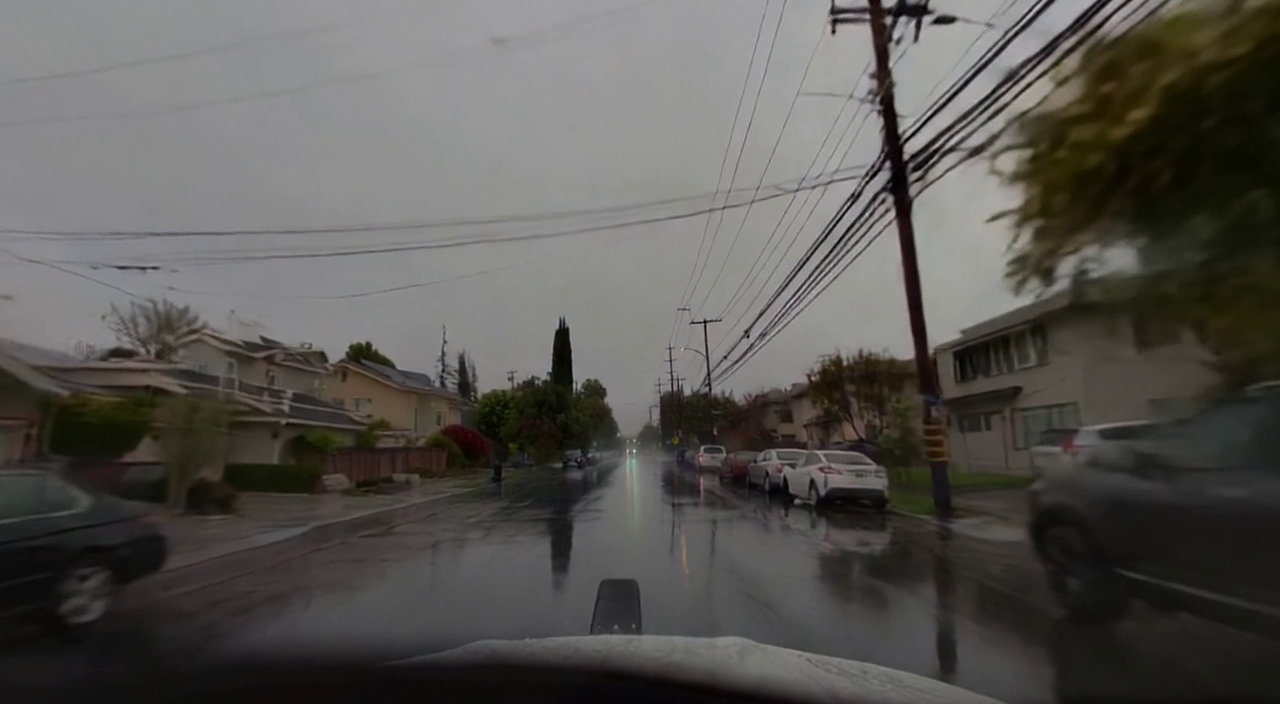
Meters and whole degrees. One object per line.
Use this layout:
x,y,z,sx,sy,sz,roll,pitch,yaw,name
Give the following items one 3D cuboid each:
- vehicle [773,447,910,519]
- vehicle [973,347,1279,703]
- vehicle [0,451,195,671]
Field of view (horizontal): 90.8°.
4.662,3.051,15.390,1.859,1.469,4.550,0,-9,0,vehicle
4.565,0.894,3.069,2.462,1.894,6.076,0,-9,-1,vehicle
-5.374,1.421,4.107,1.856,1.499,4.216,0,-8,0,vehicle
